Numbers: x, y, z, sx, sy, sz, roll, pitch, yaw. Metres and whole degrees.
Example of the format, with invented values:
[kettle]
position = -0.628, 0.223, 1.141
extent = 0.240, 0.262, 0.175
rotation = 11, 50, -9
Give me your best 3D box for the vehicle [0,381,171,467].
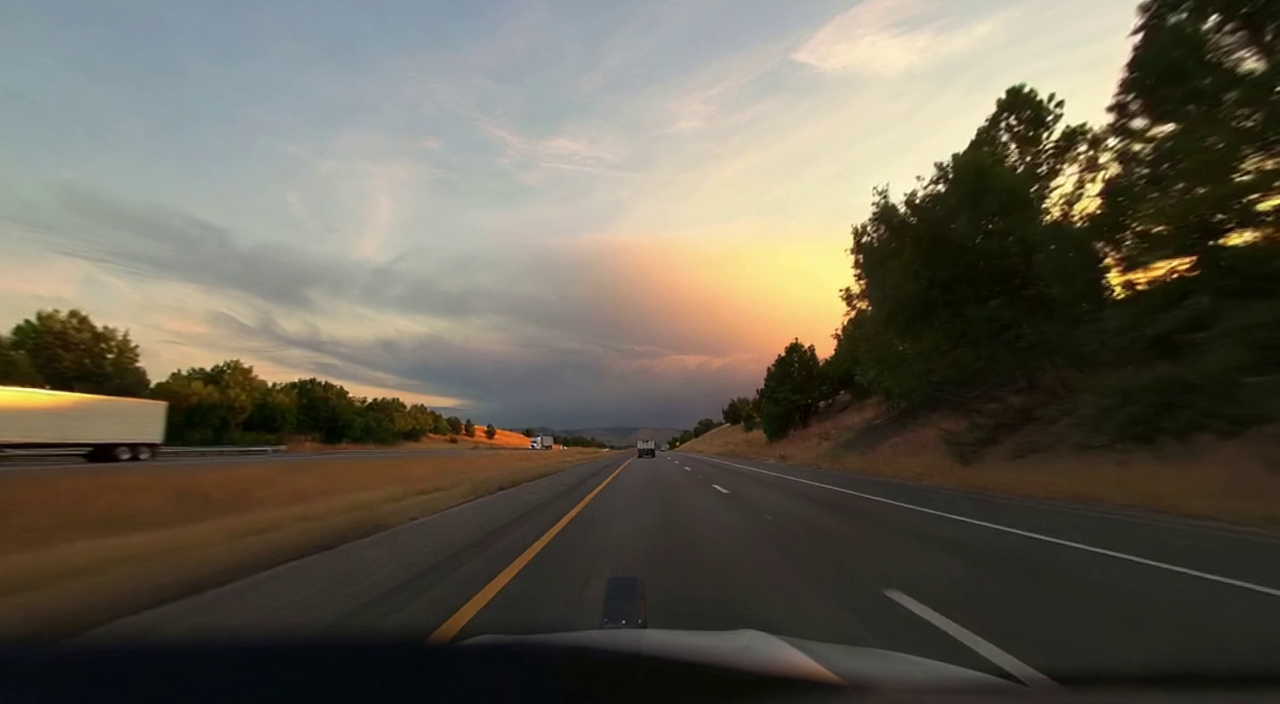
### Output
[vehicle]
position = -32.414, 3.965, 33.700
extent = 2.862, 4.105, 15.410
rotation = 0, -8, 0
